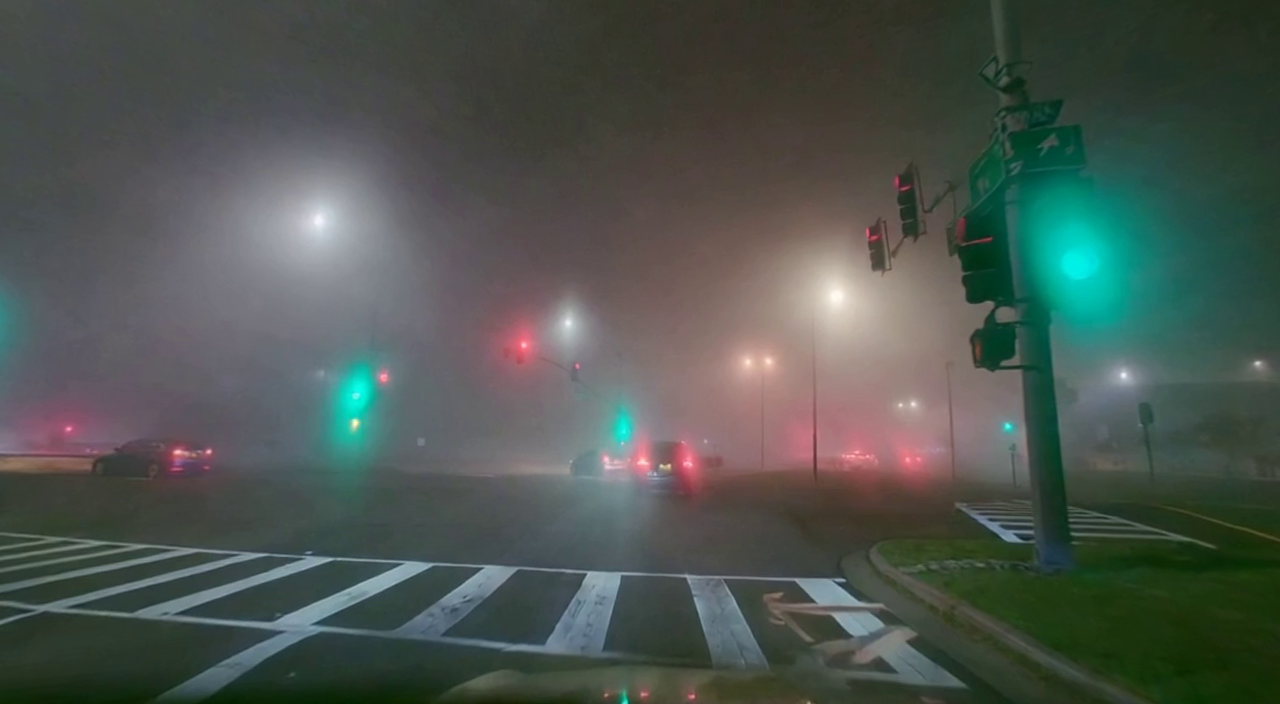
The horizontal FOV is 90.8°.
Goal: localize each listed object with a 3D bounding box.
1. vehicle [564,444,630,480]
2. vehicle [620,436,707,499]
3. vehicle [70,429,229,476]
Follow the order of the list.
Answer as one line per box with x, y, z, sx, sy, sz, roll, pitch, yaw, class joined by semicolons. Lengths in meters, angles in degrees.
-2.151;5.271;30.656;2.007;1.605;3.852;3;-9;-23;vehicle
0.513;3.133;17.526;2.048;1.516;3.874;0;-9;-3;vehicle
-18.163;3.718;23.386;5.413;1.572;2.325;-4;-9;25;vehicle
